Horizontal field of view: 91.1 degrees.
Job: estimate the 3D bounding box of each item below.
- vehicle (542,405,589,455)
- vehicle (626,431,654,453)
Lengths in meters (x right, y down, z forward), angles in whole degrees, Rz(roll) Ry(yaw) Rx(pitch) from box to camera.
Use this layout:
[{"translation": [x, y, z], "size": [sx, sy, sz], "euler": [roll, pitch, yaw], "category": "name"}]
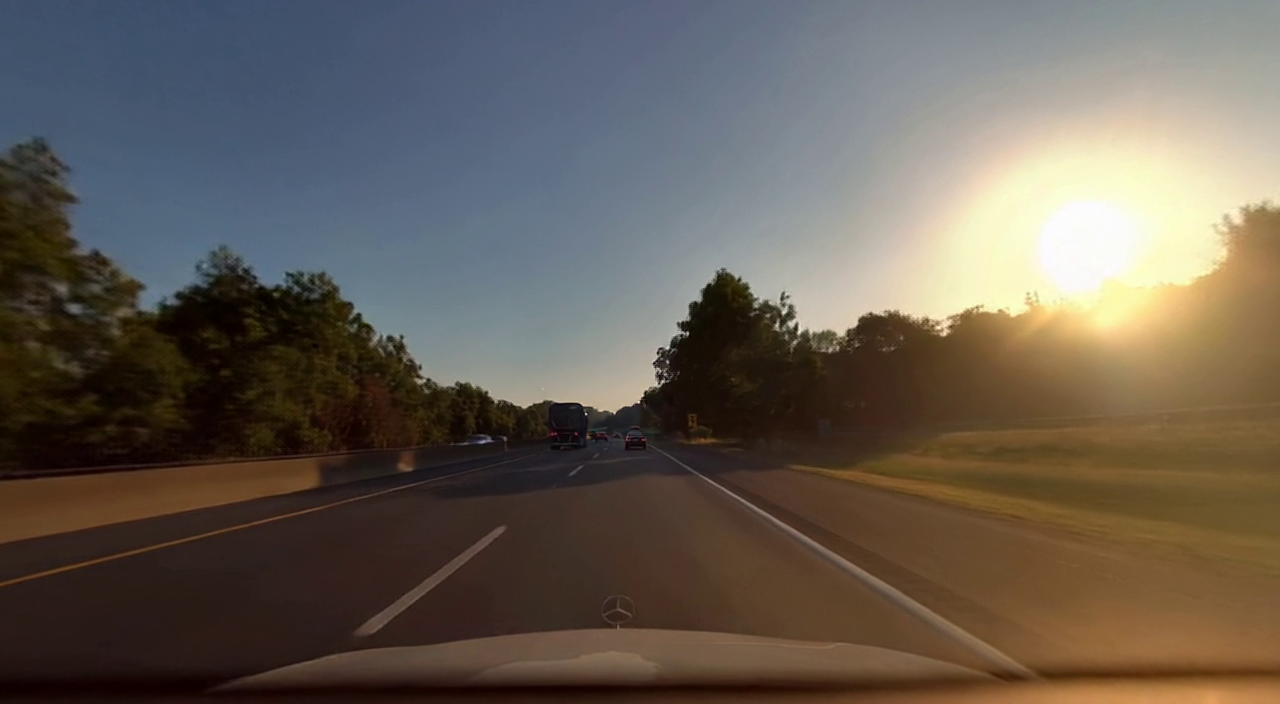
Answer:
[{"translation": [-4.853, 5.269, 42.232], "size": [2.450, 3.098, 6.965], "euler": [0, -8, -1], "category": "vehicle"}, {"translation": [-0.049, 6.576, 46.054], "size": [1.988, 1.472, 3.716], "euler": [0, -8, -1], "category": "vehicle"}]
